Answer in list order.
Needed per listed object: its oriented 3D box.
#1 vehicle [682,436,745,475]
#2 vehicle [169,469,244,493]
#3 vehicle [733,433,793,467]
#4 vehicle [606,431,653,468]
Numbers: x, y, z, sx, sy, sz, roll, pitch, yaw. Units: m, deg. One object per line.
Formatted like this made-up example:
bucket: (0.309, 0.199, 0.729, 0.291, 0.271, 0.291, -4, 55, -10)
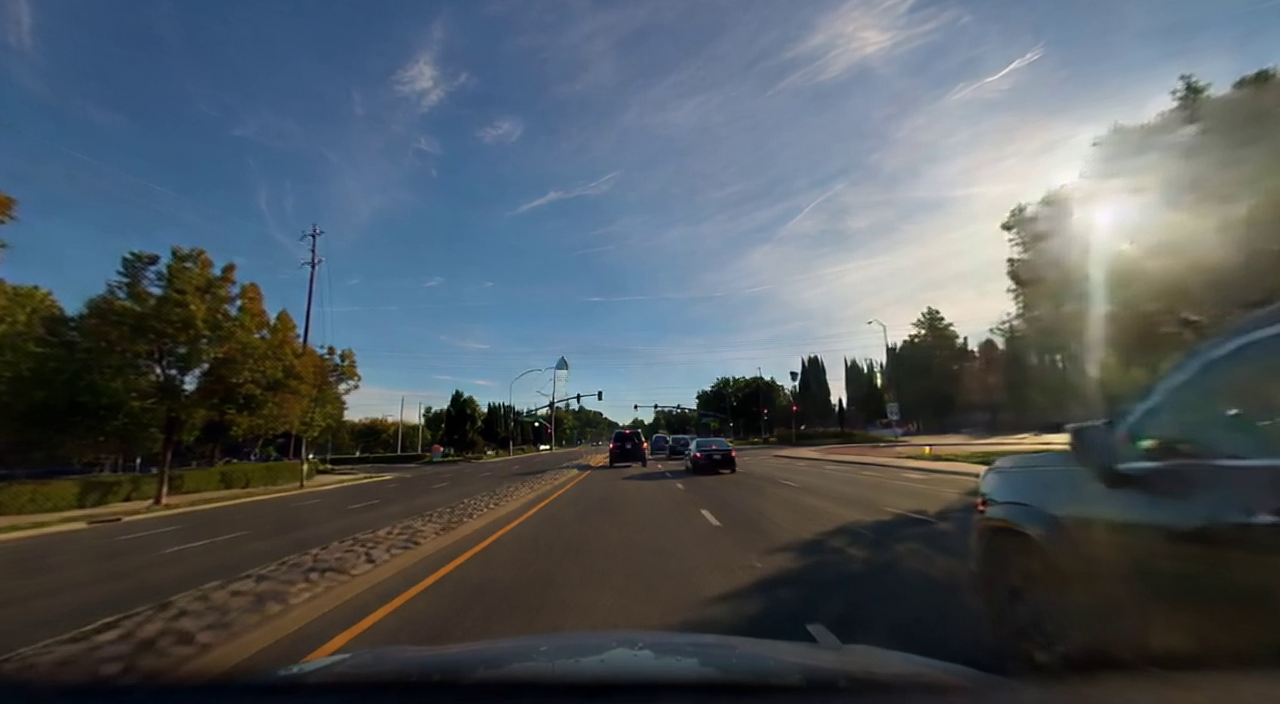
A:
vehicle: (2.975, 4.303, 26.444, 1.984, 1.462, 4.513, 0, -9, -2)
vehicle: (-33.878, 10.083, 49.430, 4.224, 1.614, 2.123, -1, -9, -3)
vehicle: (6.525, 5.283, 34.061, 2.198, 1.678, 4.419, 0, -9, -2)
vehicle: (-0.560, 5.139, 33.325, 2.300, 1.821, 4.254, 0, -9, -1)
